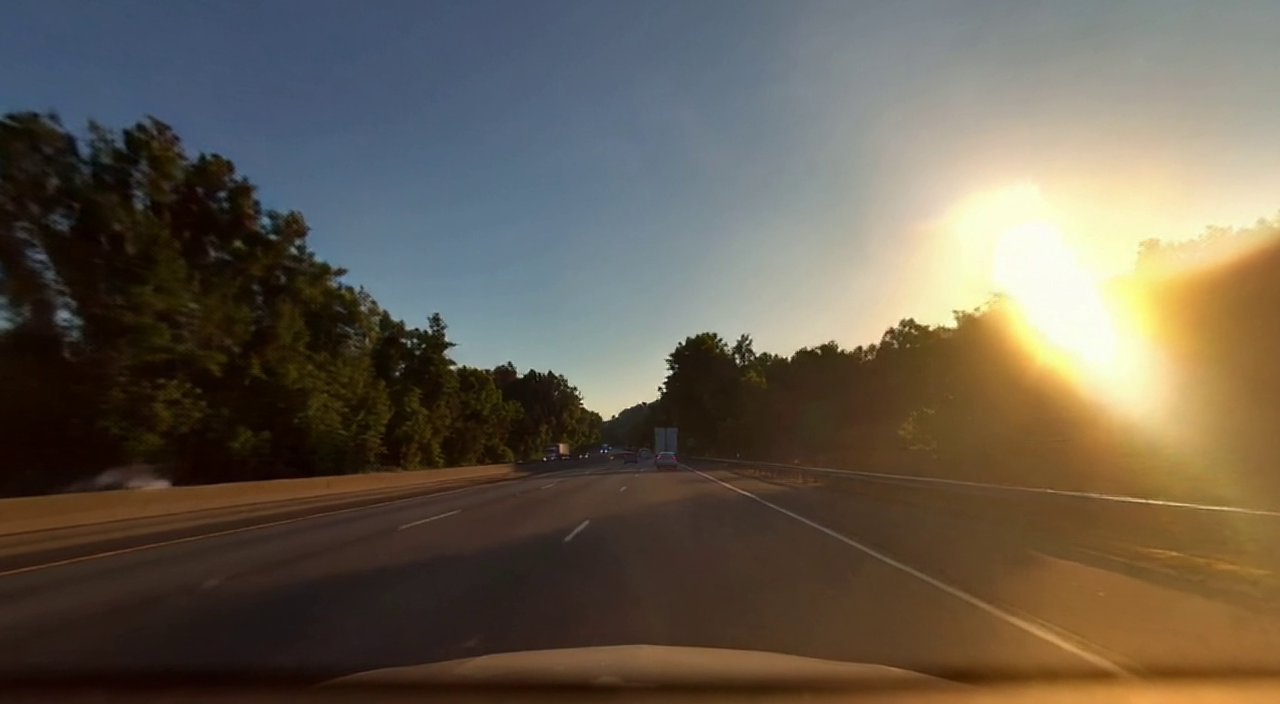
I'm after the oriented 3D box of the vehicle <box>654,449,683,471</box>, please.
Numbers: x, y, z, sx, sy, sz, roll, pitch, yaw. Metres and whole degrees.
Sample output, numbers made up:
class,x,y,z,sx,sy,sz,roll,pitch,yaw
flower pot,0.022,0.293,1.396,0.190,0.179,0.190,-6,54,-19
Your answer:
class,x,y,z,sx,sy,sz,roll,pitch,yaw
vehicle,2.161,8.280,48.484,2.096,1.653,4.185,0,-9,2

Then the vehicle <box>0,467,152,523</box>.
class,x,y,z,sx,sy,sz,roll,pitch,yaw
vehicle,-17.755,4.355,19.610,1.876,1.437,3.888,0,-9,2
